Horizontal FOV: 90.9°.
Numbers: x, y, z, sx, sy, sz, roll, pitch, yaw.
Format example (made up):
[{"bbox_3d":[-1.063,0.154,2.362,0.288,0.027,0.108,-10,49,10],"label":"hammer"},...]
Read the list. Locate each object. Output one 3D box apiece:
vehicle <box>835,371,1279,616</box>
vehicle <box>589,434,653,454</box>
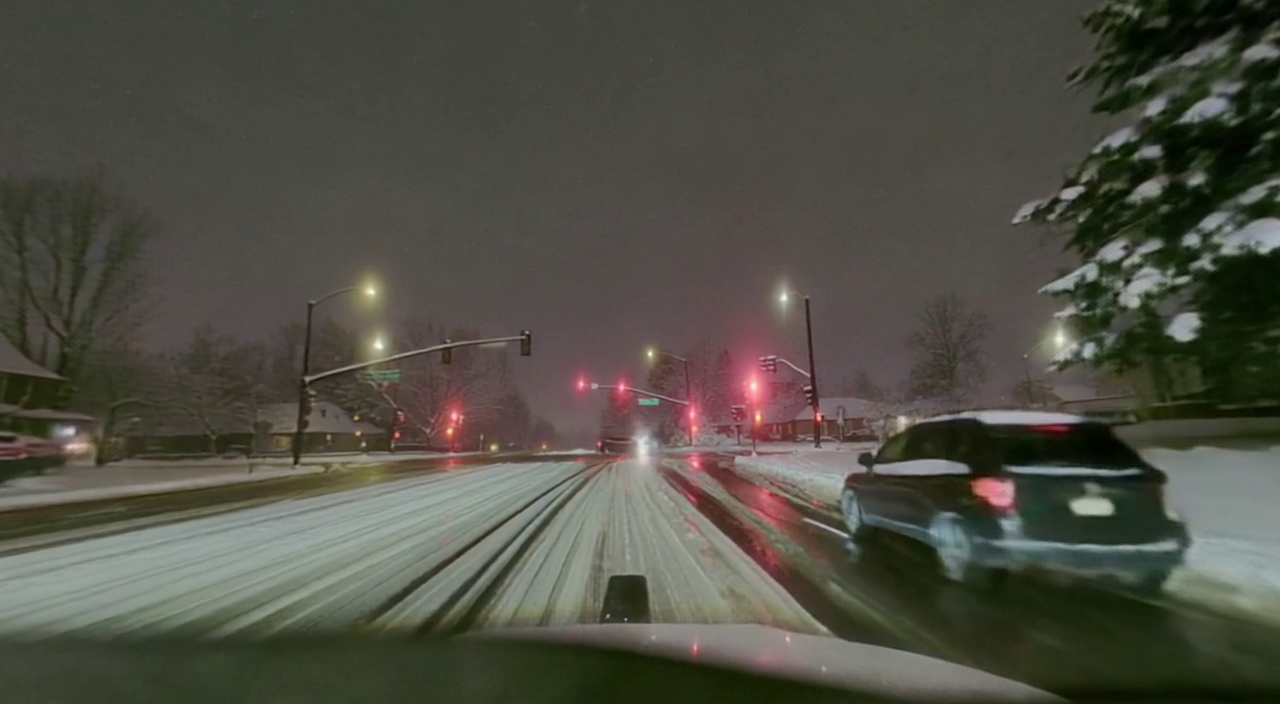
[{"bbox_3d":[4.066,1.412,7.198,2.170,1.869,4.594,0,-8,0],"label":"vehicle"},{"bbox_3d":[-1.425,6.898,47.464,4.759,1.461,1.788,0,-8,-2],"label":"vehicle"}]
